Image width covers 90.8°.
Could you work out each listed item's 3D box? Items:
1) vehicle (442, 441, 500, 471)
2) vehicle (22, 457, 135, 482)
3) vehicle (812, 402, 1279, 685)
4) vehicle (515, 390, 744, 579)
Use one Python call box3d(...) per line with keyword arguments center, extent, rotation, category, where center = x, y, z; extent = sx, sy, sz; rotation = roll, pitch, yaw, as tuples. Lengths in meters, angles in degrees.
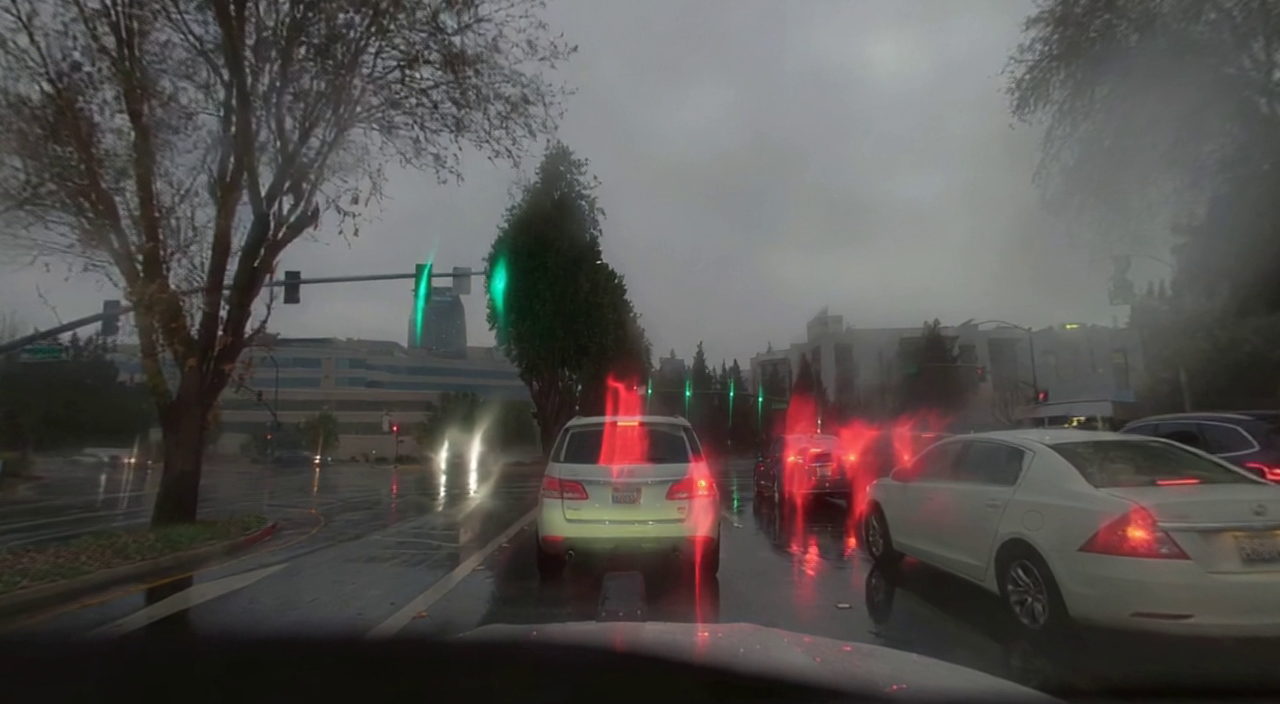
box3d(center=(-11.126, 6.885, 42.111), extent=(2.204, 1.848, 6.047), rotation=(0, -9, 0), category="vehicle")
box3d(center=(-35.078, 7.341, 39.602), extent=(4.845, 1.442, 1.880), rotation=(2, -9, -12), category="vehicle")
box3d(center=(3.367, 1.421, 5.974), extent=(2.034, 1.558, 4.774), rotation=(0, -9, -1), category="vehicle")
box3d(center=(-0.213, 1.617, 8.433), extent=(2.236, 1.827, 4.316), rotation=(1, -9, -3), category="vehicle")
